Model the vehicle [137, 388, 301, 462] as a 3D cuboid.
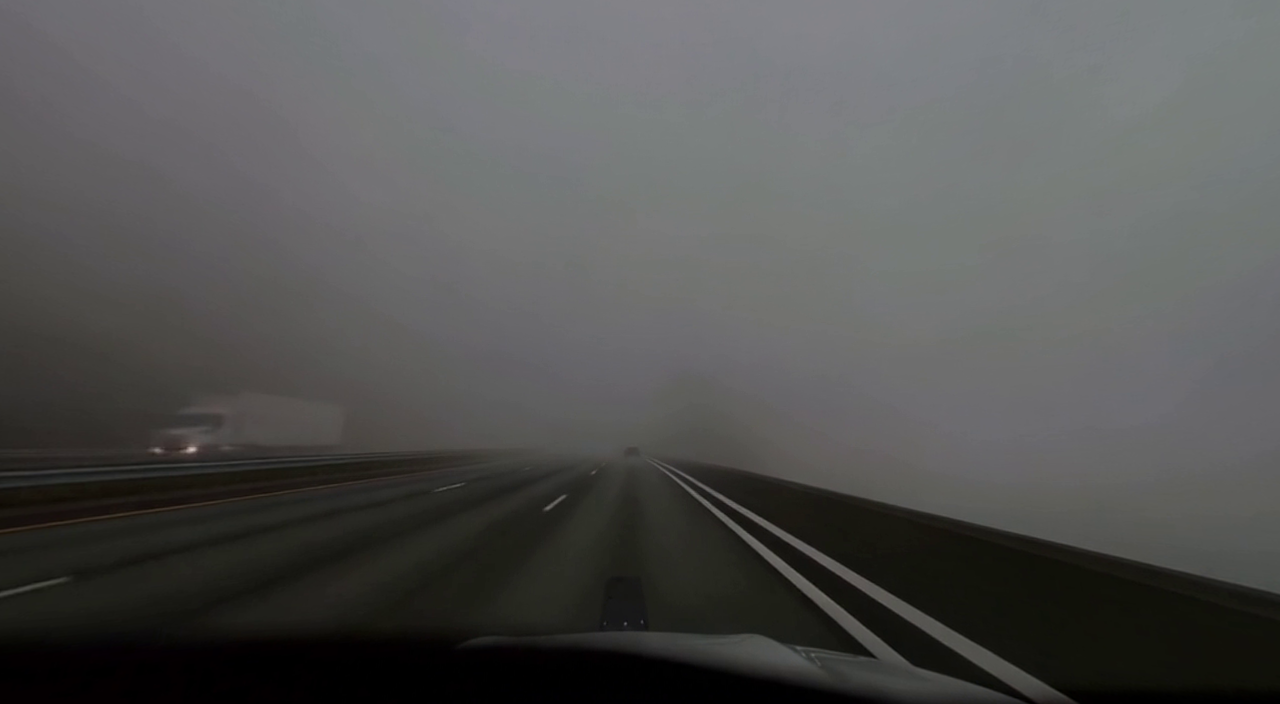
[{"bbox_3d":[-25.483,4.693,39.061,3.298,3.976,10.350,0,-9,-2],"label":"vehicle"}]
